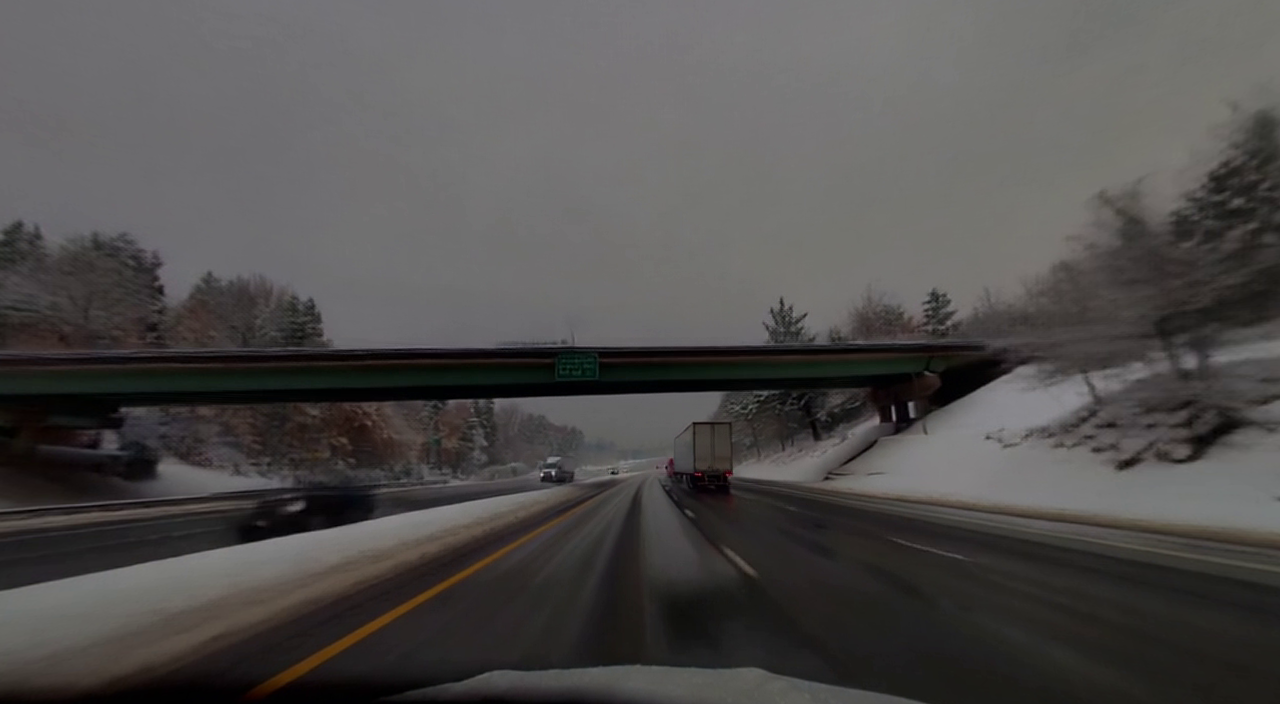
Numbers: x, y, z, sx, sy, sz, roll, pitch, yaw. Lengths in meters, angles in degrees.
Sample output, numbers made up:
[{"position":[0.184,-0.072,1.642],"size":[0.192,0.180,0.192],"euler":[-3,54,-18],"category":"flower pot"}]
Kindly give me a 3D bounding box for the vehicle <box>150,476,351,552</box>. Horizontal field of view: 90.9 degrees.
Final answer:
[{"position":[-8.989,3.744,15.107],"size":[1.982,1.461,4.349],"euler":[1,-11,0],"category":"vehicle"}]

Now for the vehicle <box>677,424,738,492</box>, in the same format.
[{"position":[4.410,7.486,43.989],"size":[3.054,4.005,11.895],"euler":[0,-11,0],"category":"vehicle"}]
